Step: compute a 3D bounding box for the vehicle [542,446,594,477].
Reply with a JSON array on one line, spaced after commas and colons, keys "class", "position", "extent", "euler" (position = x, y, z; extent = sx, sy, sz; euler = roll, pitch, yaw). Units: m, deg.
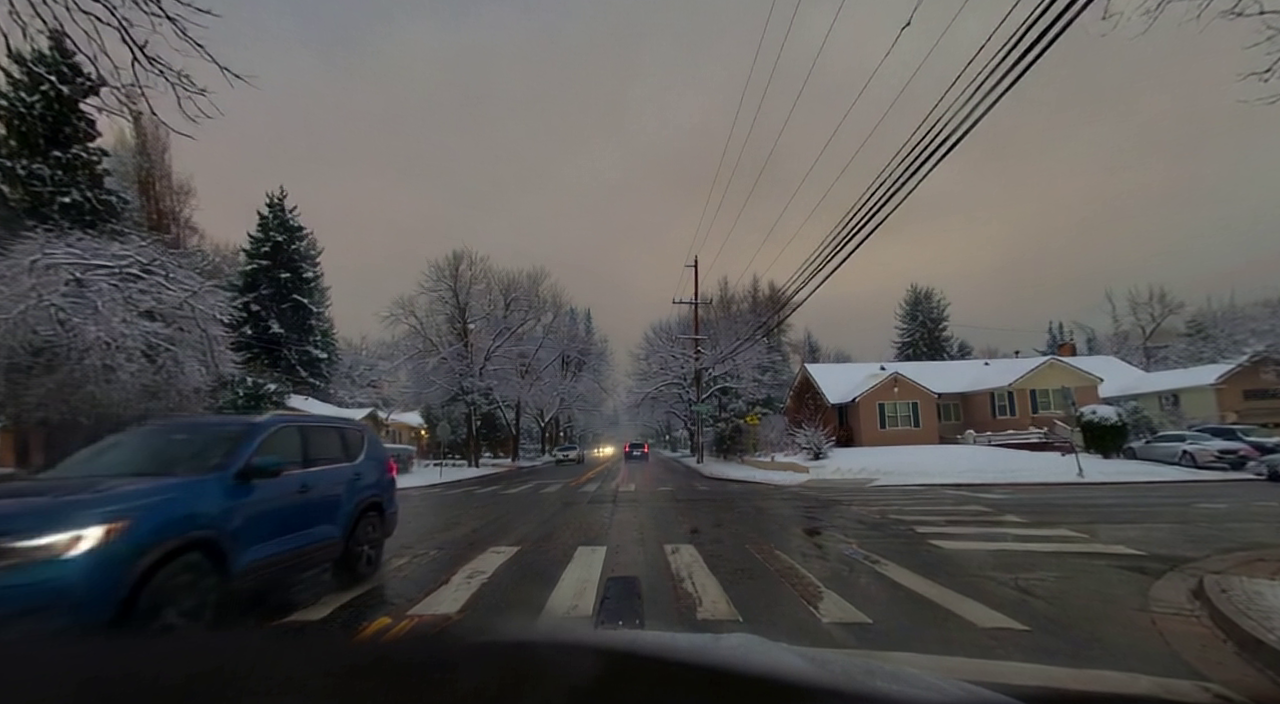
[{"class": "vehicle", "position": [-3.594, 5.516, 32.182], "extent": [2.102, 1.463, 4.024], "euler": [0, -9, 1]}]

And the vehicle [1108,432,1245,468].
[{"class": "vehicle", "position": [23.427, 4.307, 27.880], "extent": [1.841, 1.448, 4.688], "euler": [0, -9, -1]}]

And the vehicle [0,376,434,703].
[{"class": "vehicle", "position": [-3.763, 1.349, 5.752], "extent": [2.330, 1.768, 4.553], "euler": [0, -9, -2]}]

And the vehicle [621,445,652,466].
[{"class": "vehicle", "position": [-0.292, 7.668, 46.912], "extent": [2.209, 1.501, 4.208], "euler": [0, -9, -1]}]
